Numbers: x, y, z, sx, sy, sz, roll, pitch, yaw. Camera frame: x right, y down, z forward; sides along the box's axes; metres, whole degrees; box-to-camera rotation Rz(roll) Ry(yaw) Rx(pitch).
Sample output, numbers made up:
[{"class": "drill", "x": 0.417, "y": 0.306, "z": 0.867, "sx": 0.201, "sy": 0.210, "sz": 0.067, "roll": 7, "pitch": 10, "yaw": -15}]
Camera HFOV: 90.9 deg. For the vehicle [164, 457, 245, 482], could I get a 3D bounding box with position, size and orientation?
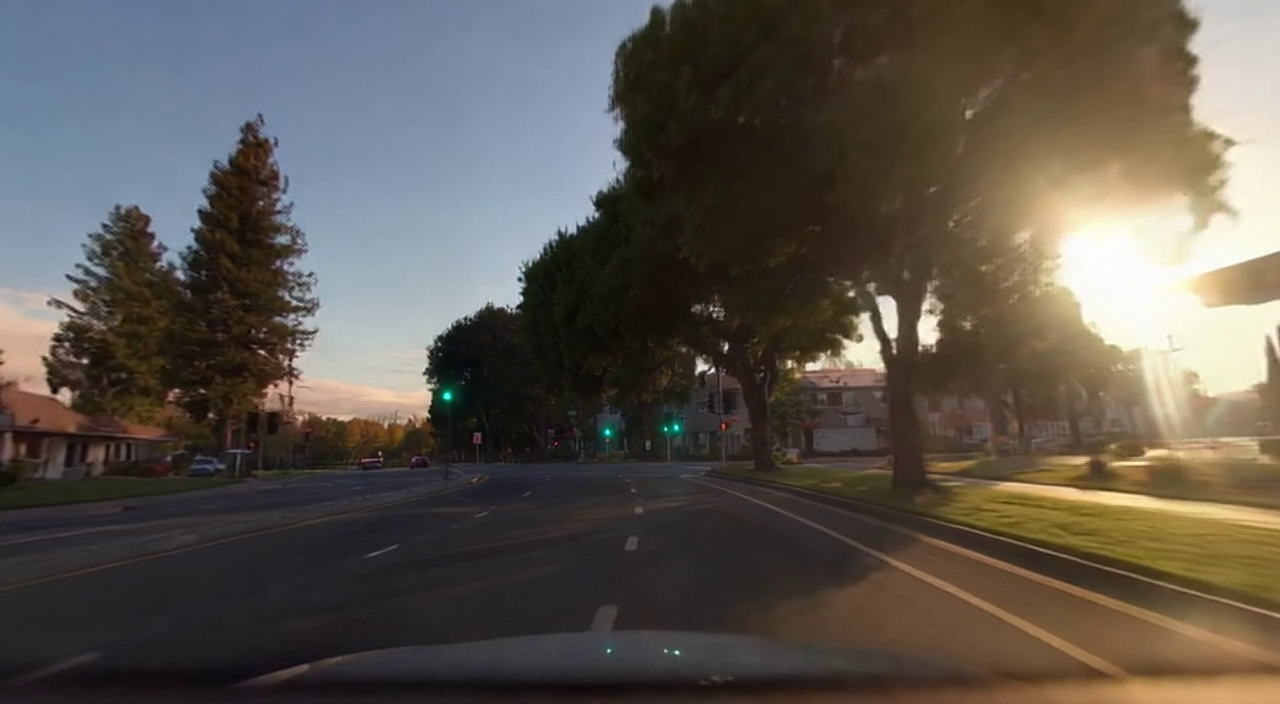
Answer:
[{"class": "vehicle", "x": -31.862, "y": 8.562, "z": 46.162, "sx": 4.559, "sy": 1.608, "sz": 1.961, "roll": -2, "pitch": -8, "yaw": 5}]
